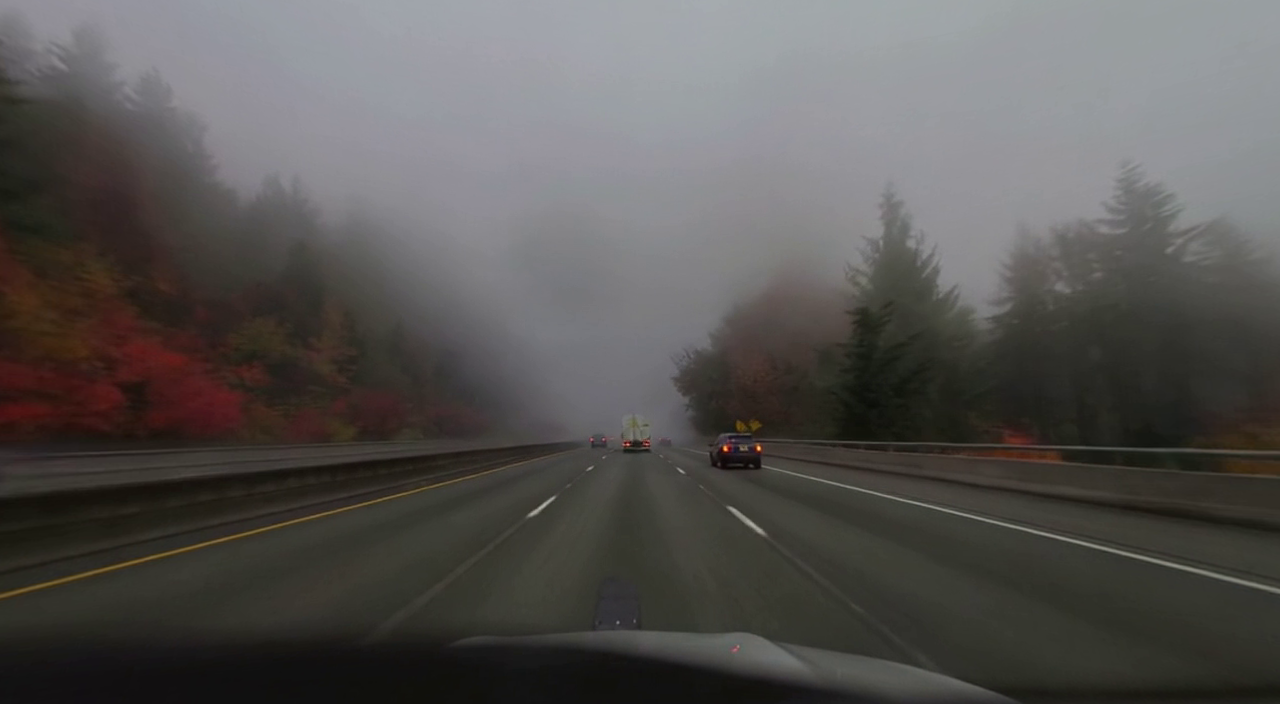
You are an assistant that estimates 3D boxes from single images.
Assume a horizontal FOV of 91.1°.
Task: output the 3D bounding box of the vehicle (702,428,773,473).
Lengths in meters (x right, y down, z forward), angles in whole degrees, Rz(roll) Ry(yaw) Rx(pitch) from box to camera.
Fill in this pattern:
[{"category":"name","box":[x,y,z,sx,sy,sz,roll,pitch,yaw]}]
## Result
[{"category":"vehicle","box":[3.517,3.615,23.332,1.882,1.492,3.958,0,-8,-2]}]
